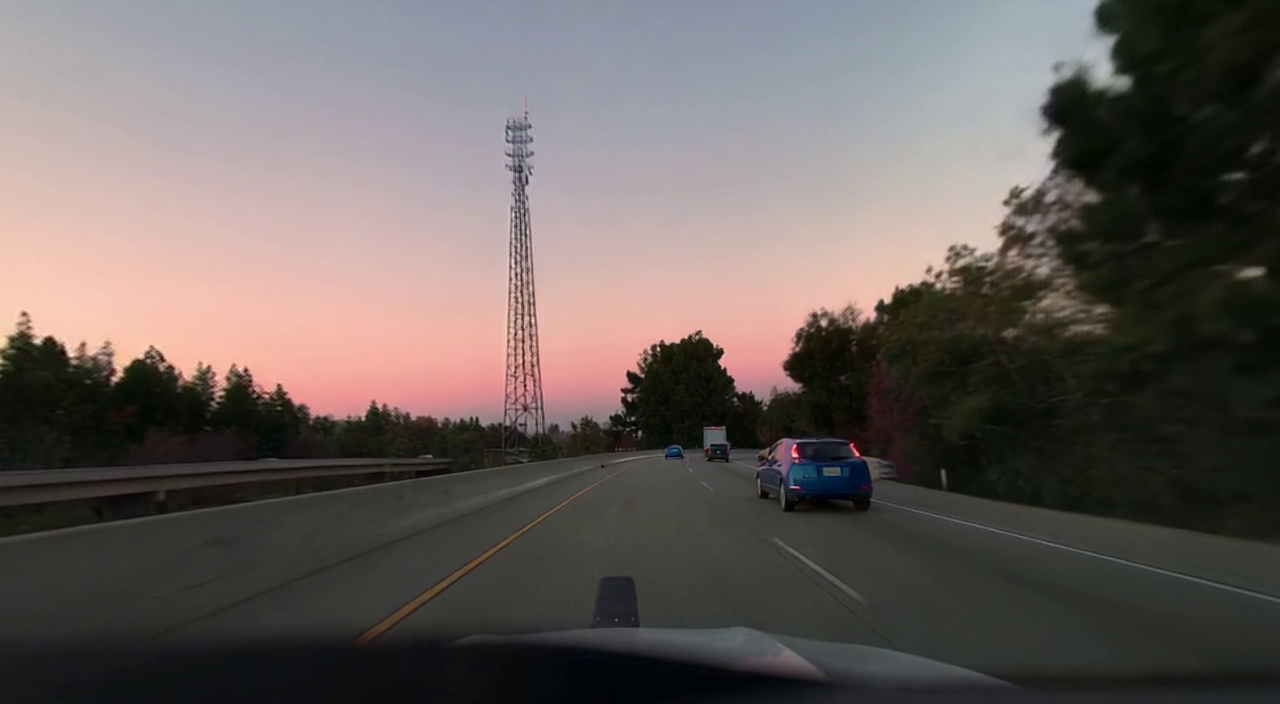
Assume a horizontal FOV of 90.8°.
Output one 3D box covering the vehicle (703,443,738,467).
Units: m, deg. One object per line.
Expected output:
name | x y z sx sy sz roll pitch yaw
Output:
vehicle | 5.493 7.022 43.419 2.030 1.526 4.165 0 -8 3
